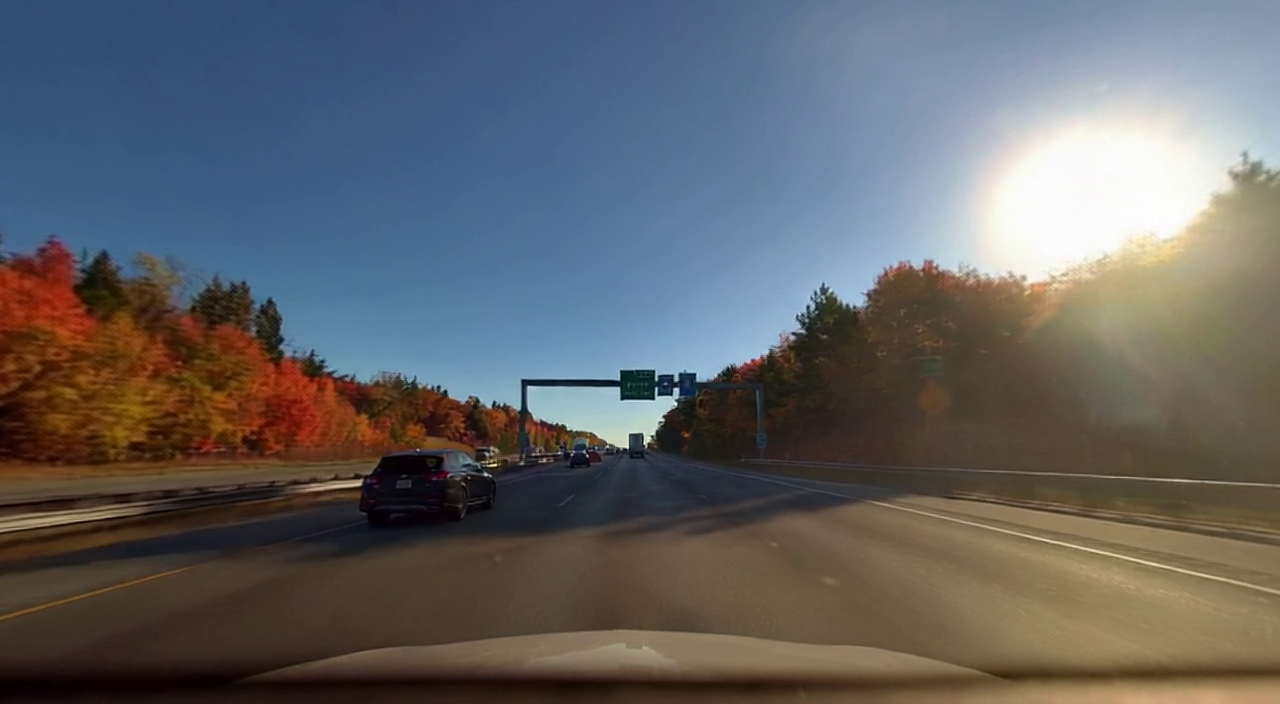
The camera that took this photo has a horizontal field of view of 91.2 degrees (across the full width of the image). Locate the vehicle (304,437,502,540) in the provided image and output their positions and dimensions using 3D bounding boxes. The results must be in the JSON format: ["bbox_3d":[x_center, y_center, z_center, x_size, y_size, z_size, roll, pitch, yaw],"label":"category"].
[{"bbox_3d":[-4.035,2.387,11.565,2.071,1.525,4.058,0,-9,0],"label":"vehicle"}]
